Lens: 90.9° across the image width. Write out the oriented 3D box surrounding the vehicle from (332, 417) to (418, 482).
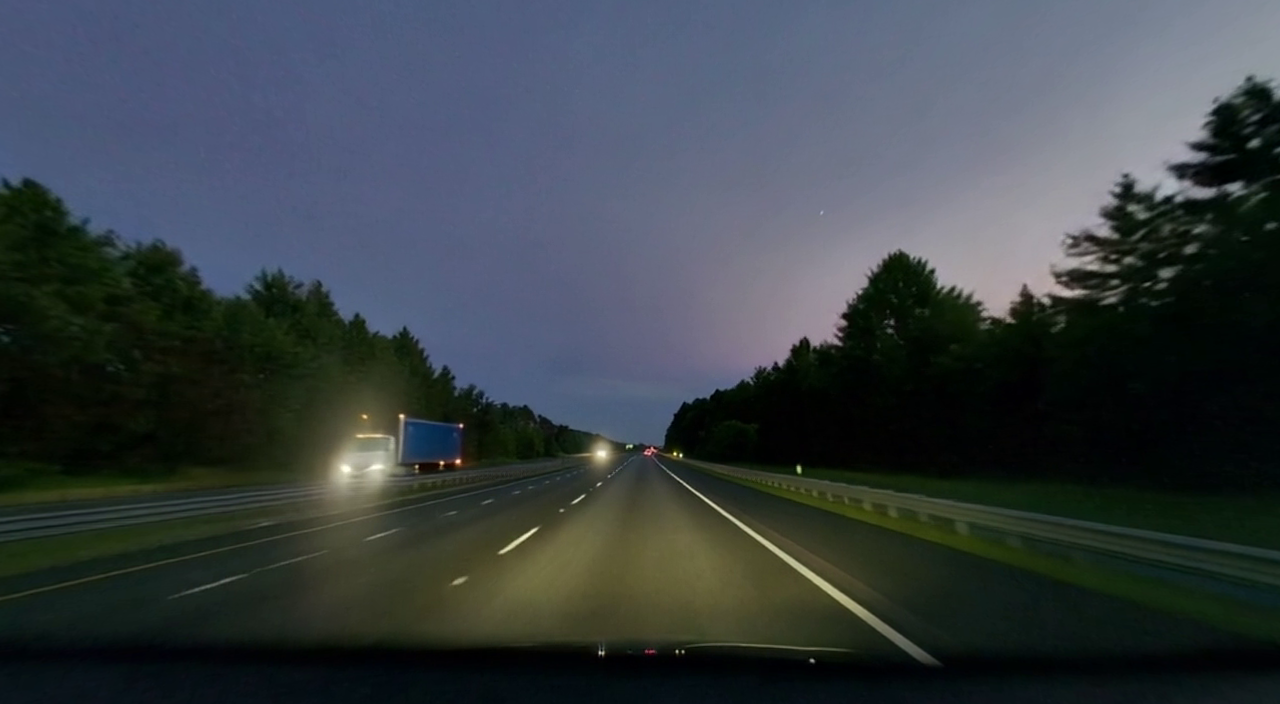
[{"bbox_3d":[-17.463,6.506,42.099,3.017,3.974,5.953,0,-9,0],"label":"vehicle"}]
